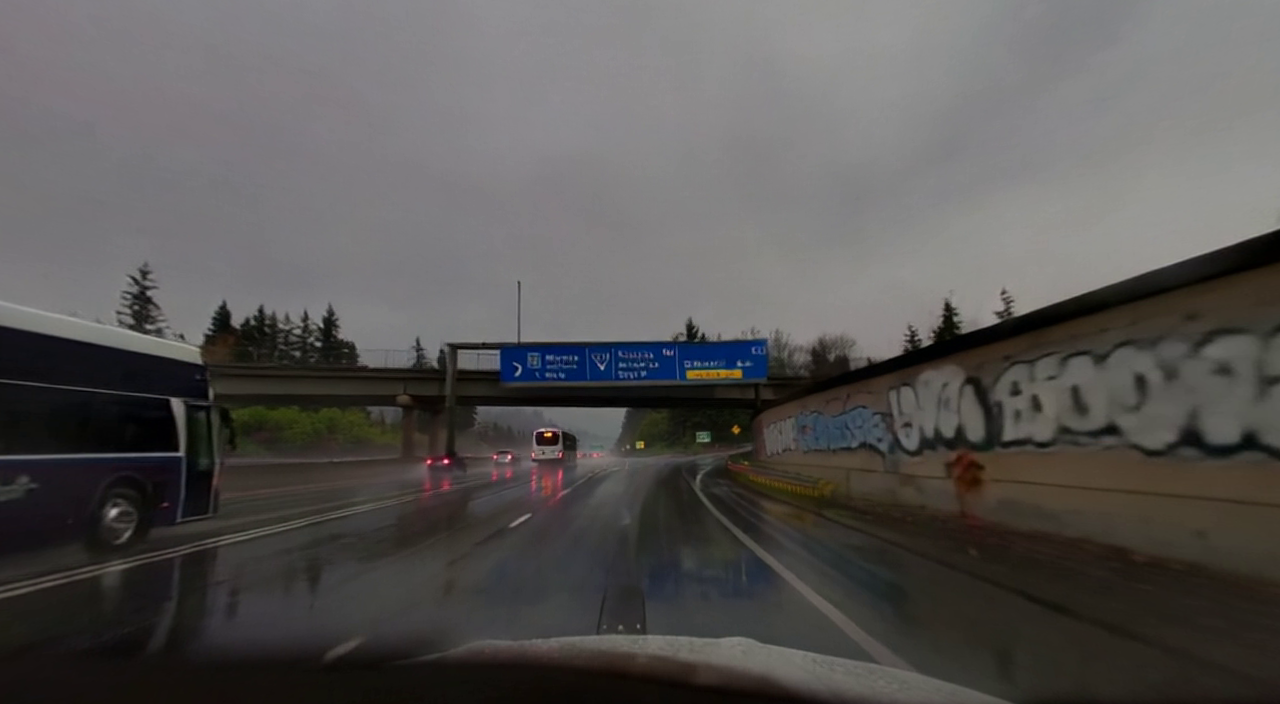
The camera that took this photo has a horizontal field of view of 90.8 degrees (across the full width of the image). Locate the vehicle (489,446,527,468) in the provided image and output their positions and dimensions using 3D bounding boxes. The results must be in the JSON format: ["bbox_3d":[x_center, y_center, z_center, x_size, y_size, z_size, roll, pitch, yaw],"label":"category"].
[{"bbox_3d":[-10.399,8.283,49.929,1.979,1.600,4.516,0,-8,1],"label":"vehicle"}]

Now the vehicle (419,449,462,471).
[{"bbox_3d":[-14.577,7.885,46.248,1.878,1.470,3.825,0,-8,0],"label":"vehicle"}]

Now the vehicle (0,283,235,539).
[{"bbox_3d":[-10.514,0.571,7.068,2.986,3.574,13.570,0,-8,0],"label":"vehicle"}]
